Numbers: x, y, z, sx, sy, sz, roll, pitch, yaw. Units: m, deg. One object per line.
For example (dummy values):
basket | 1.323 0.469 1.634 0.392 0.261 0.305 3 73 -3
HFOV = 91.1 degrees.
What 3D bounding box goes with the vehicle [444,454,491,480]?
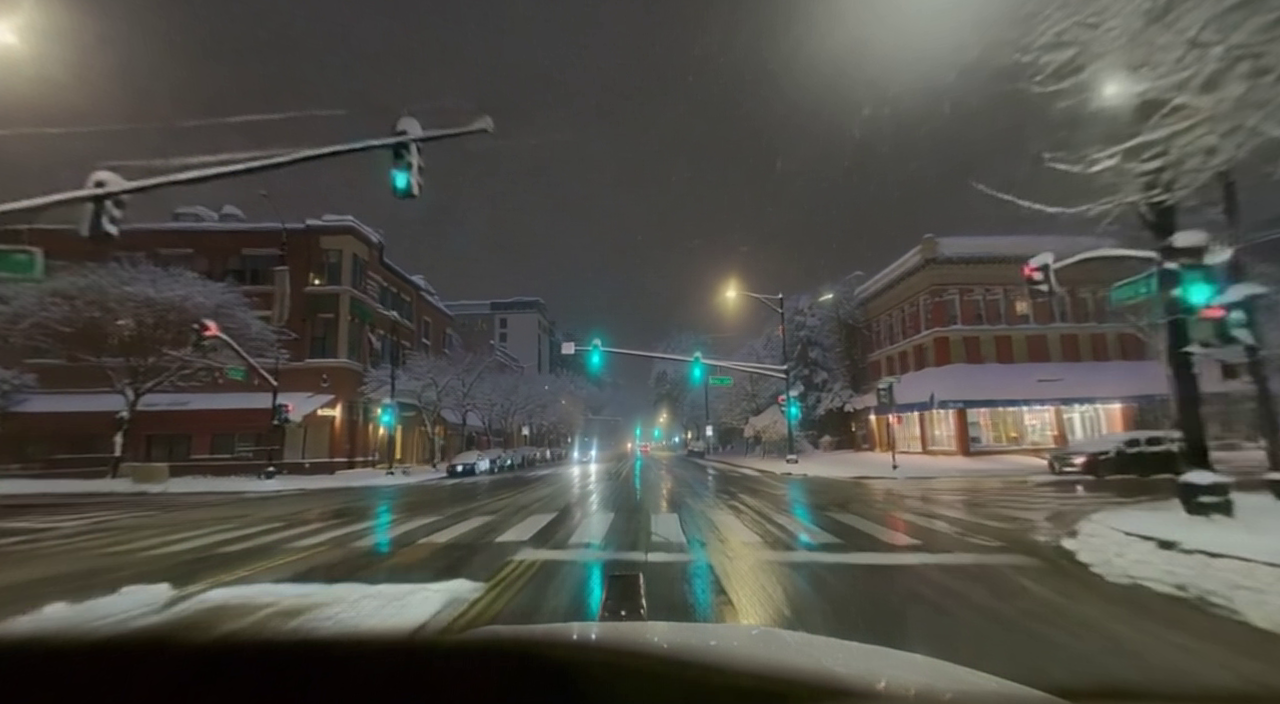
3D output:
vehicle | -11.926 7.937 43.622 1.910 1.511 4.565 -1 -7 1
